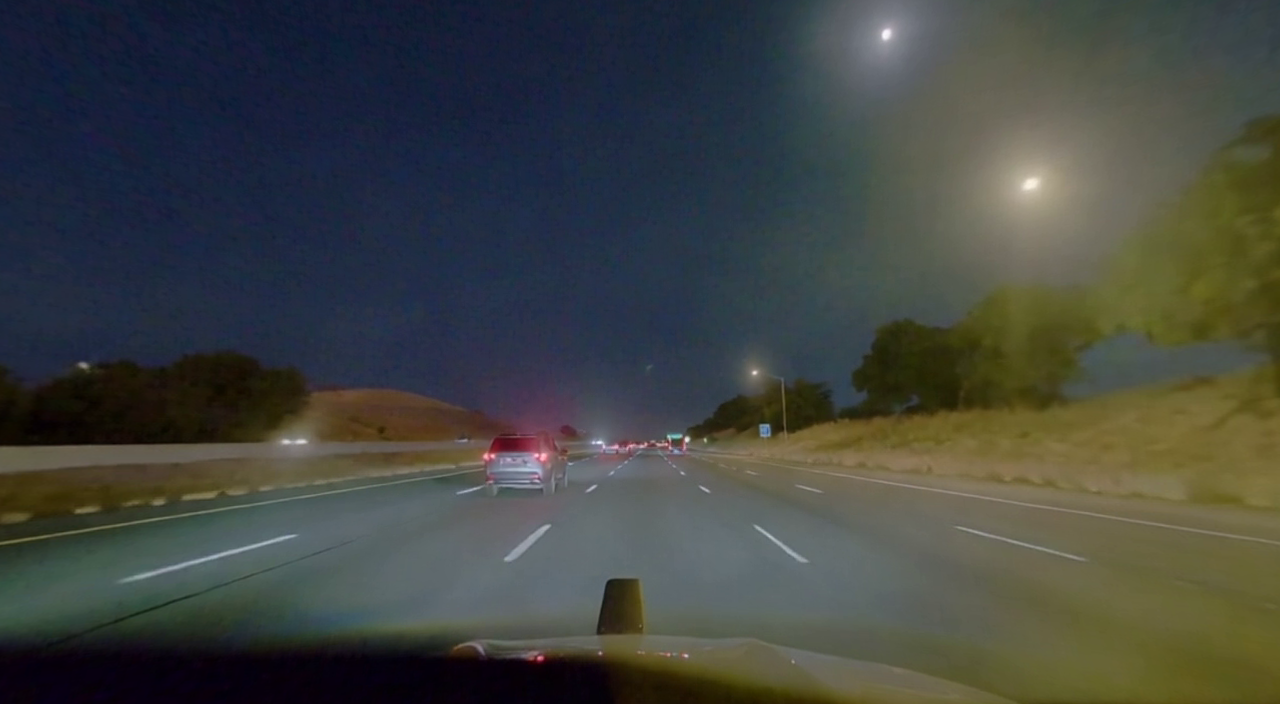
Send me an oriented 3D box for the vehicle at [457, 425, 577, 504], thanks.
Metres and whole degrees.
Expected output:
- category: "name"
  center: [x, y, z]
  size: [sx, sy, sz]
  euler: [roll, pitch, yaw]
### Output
- category: "vehicle"
  center: [-3.165, 3.033, 17.421]
  size: [2.218, 1.848, 4.789]
  euler: [0, -9, 2]
